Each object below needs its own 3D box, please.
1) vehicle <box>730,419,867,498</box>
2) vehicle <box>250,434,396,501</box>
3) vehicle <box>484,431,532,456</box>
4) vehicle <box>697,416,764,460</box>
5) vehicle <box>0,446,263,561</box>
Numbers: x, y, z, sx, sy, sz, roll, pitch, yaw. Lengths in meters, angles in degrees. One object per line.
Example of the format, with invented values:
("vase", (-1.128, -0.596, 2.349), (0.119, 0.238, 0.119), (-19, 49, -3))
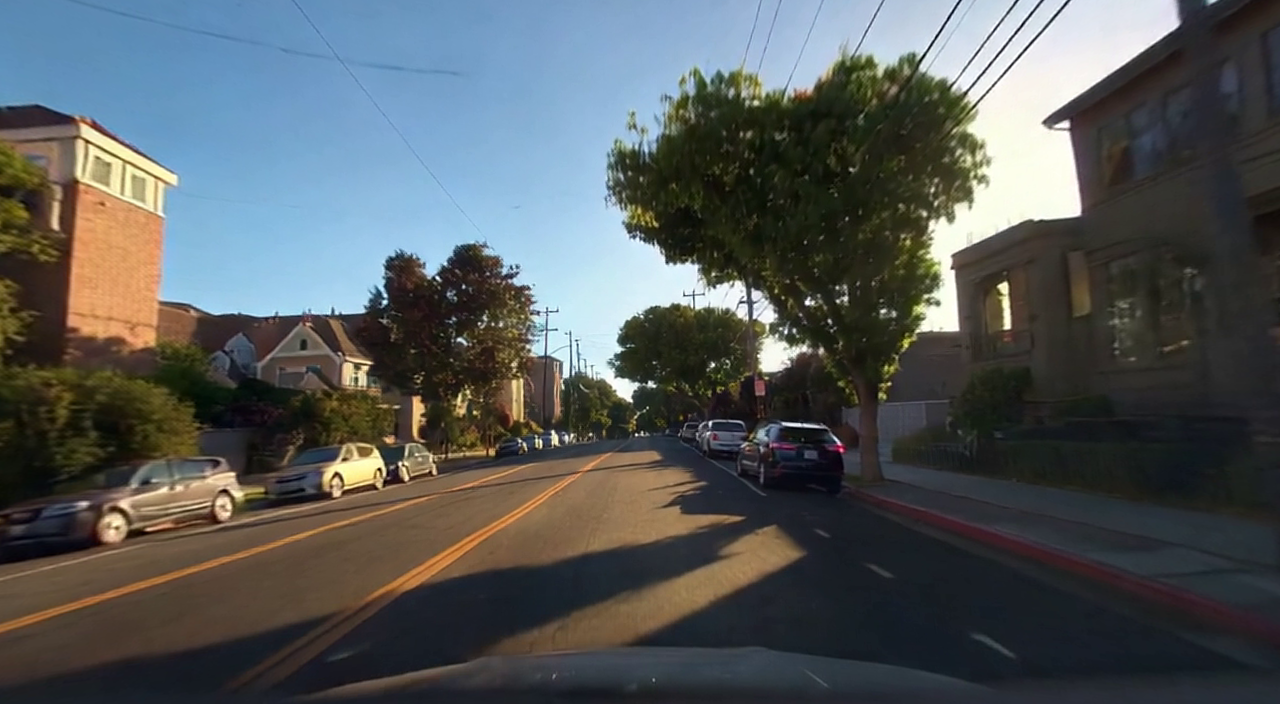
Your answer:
("vehicle", (3.720, 2.526, 15.817), (2.089, 1.638, 4.628), (-1, -6, -2))
("vehicle", (-9.347, 3.395, 19.136), (2.061, 1.748, 4.316), (-1, -8, 2))
("vehicle", (-8.767, 6.140, 42.364), (2.208, 1.508, 4.590), (-1, -8, 1))
("vehicle", (3.924, 3.841, 28.376), (2.225, 1.759, 4.817), (-1, -7, -1))
("vehicle", (-9.503, 2.625, 11.830), (1.926, 1.652, 4.527), (-1, -8, 3))
